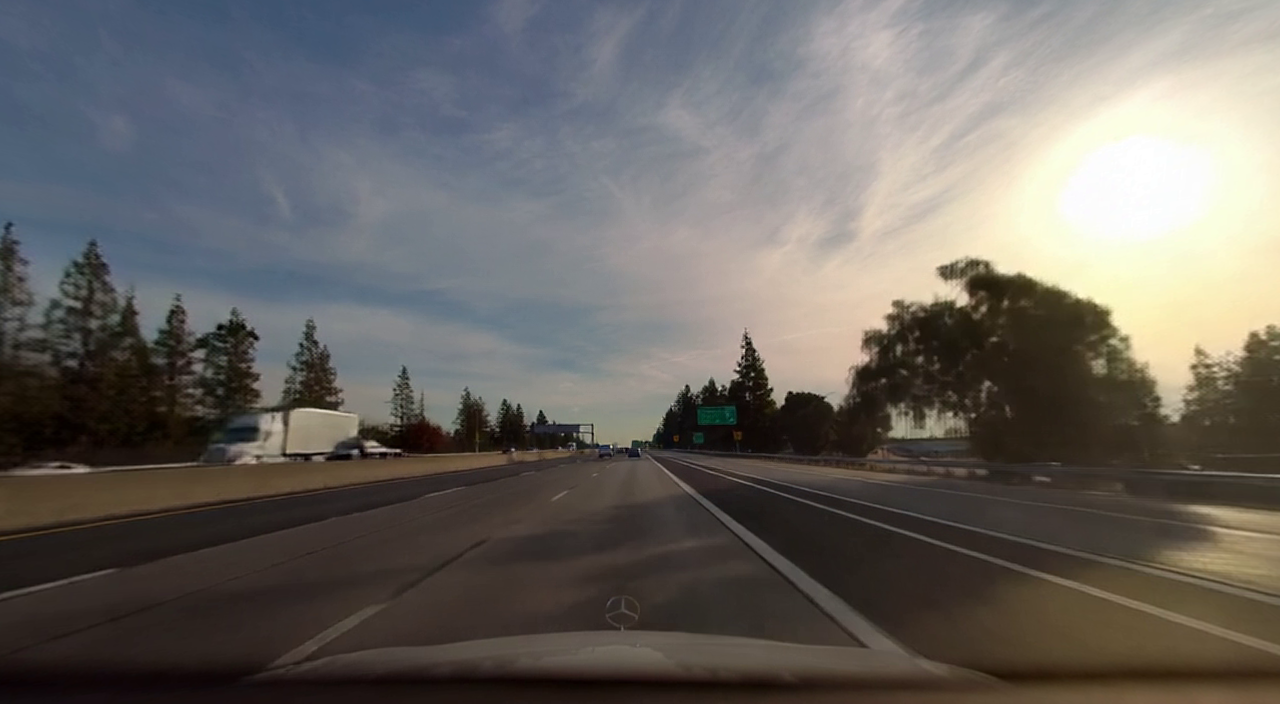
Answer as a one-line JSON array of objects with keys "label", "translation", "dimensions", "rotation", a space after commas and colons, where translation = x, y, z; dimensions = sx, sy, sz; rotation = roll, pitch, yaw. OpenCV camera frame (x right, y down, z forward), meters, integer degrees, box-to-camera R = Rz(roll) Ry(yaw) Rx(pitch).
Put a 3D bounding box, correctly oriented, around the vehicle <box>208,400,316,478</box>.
[{"label": "vehicle", "translation": [-19.769, 4.628, 33.331], "dimensions": [2.832, 3.799, 4.192], "rotation": [0, -9, 1]}]
